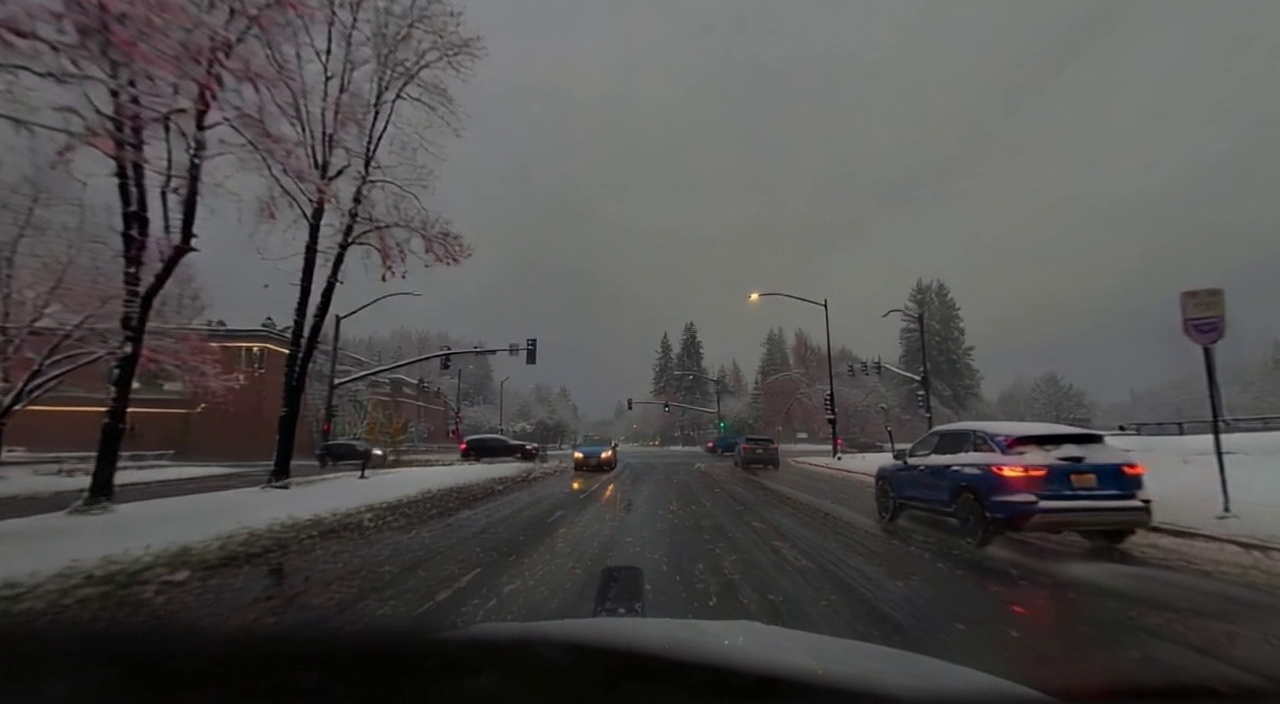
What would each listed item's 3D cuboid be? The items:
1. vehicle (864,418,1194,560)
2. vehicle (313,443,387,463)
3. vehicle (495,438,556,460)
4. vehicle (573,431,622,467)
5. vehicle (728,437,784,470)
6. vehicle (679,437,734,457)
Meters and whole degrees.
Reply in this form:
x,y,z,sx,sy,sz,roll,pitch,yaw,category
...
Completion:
x,y,z,sx,sy,sz,roll,pitch,yaw,category
4.981,1.809,9.038,2.019,1.518,4.285,0,-8,1,vehicle
-22.615,7.890,49.383,4.829,1.470,1.874,-1,-8,2,vehicle
-8.360,7.118,46.340,4.089,1.588,1.808,-1,-8,2,vehicle
-2.132,5.042,32.814,1.995,1.703,4.367,-1,-8,3,vehicle
5.551,4.934,30.819,2.007,1.466,4.291,0,-8,1,vehicle
5.122,7.354,48.880,4.097,1.436,1.739,-1,-8,2,vehicle
